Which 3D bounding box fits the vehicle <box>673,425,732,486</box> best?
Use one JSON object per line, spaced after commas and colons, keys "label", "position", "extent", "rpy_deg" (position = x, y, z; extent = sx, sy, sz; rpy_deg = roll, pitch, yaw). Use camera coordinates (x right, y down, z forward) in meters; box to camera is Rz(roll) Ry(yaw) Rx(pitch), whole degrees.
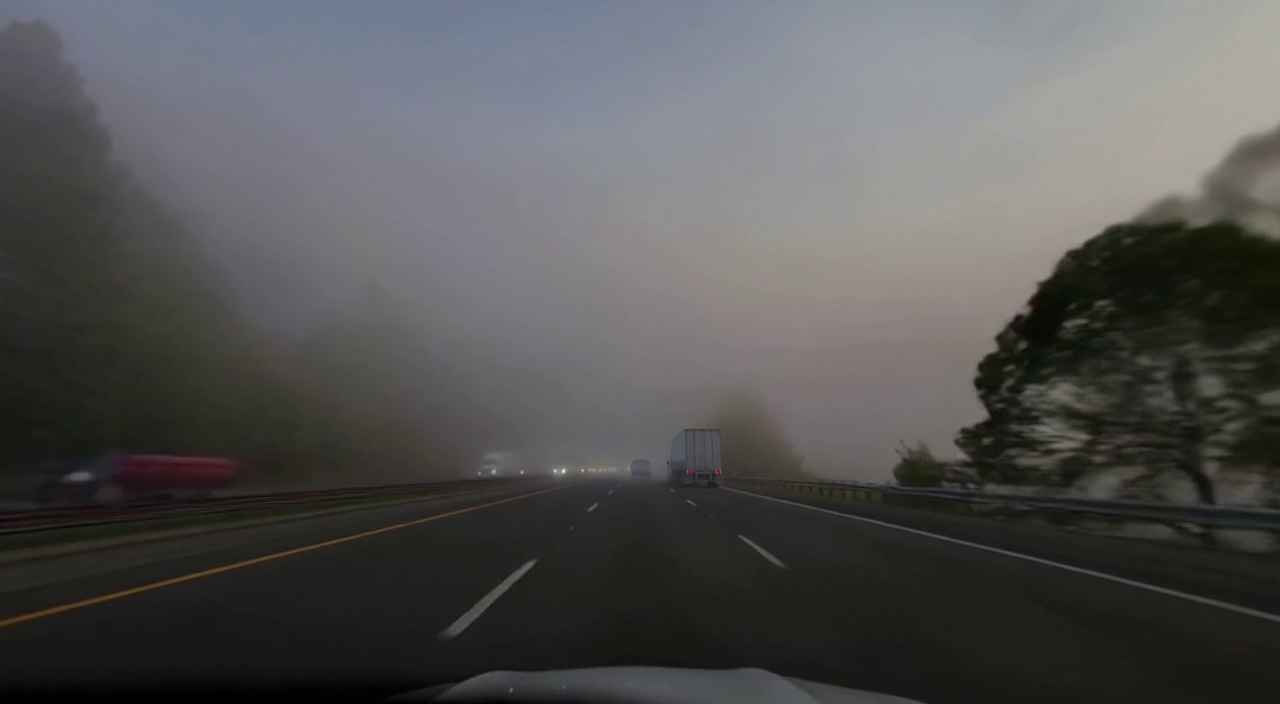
{"label": "vehicle", "position": [4.527, 8.147, 48.906], "extent": [3.139, 3.999, 13.840], "rpy_deg": [1, -10, 0]}
